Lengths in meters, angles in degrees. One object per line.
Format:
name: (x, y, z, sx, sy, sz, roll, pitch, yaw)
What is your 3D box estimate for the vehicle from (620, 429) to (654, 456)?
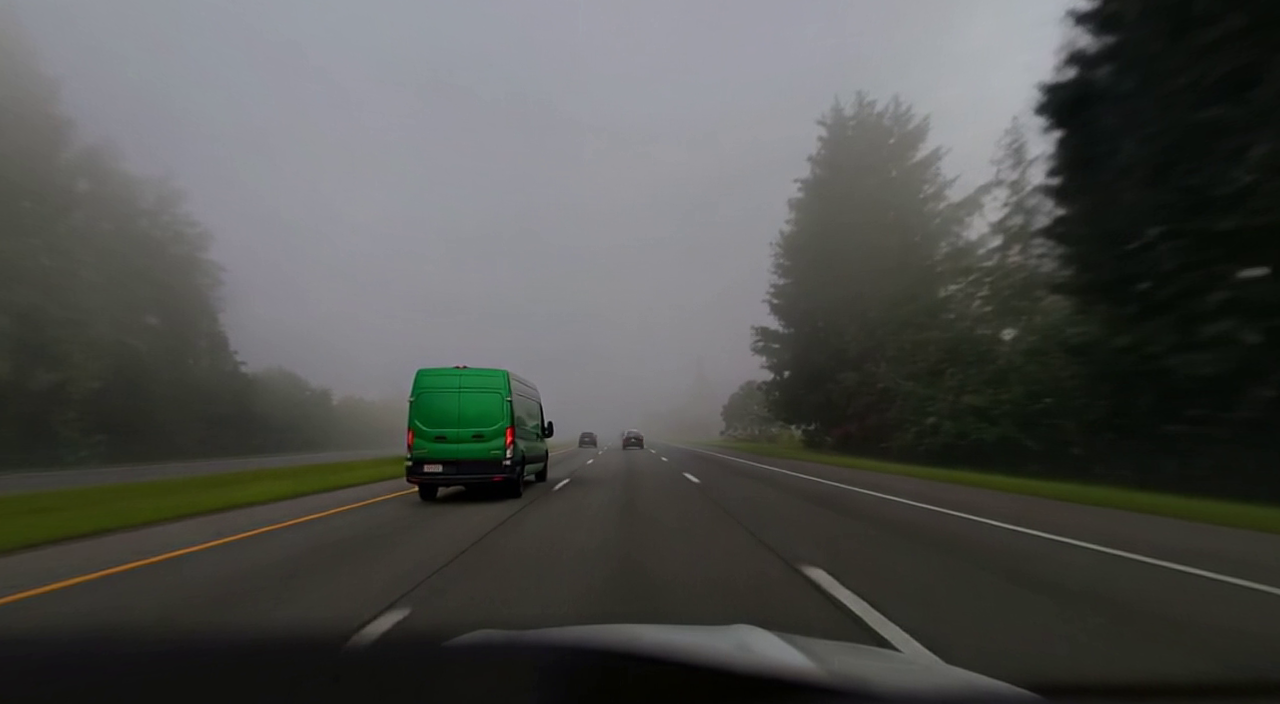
vehicle: (-0.222, 5.911, 41.131, 2.104, 1.646, 4.176, 0, -8, -1)

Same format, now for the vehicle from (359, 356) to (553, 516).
vehicle: (-3.371, 1.744, 13.170, 2.424, 2.577, 5.828, 0, -8, -2)
